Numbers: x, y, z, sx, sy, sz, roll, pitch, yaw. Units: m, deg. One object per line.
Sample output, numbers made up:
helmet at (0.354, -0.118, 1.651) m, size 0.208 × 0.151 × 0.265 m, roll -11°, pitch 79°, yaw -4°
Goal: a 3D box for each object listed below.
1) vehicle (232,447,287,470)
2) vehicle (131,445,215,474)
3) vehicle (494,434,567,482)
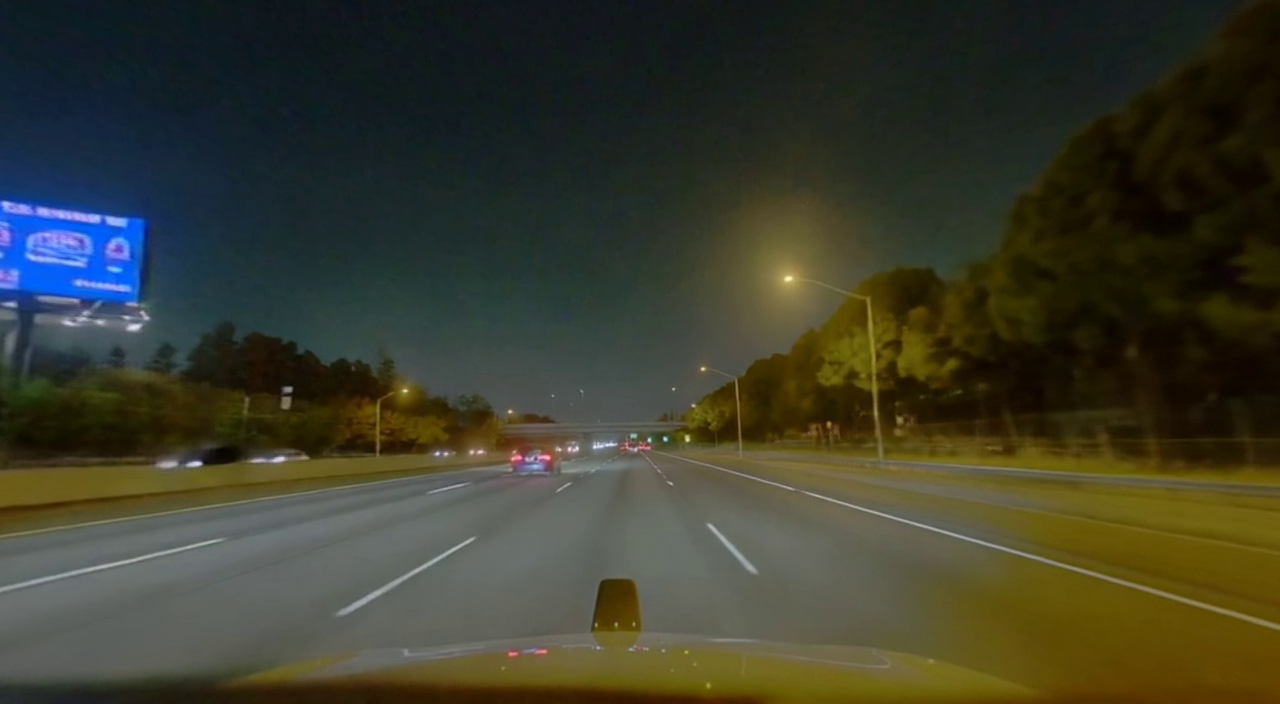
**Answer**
vehicle at (-25.656, 7.157, 42.691) m, size 1.563 × 1.409 × 3.402 m, roll 1°, pitch -9°, yaw 0°
vehicle at (-23.188, 5.339, 31.487) m, size 1.475 × 1.335 × 3.354 m, roll 1°, pitch -8°, yaw 2°
vehicle at (-4.306, 4.270, 25.656) m, size 2.102 × 1.727 × 4.704 m, roll 0°, pitch -9°, yaw 0°
